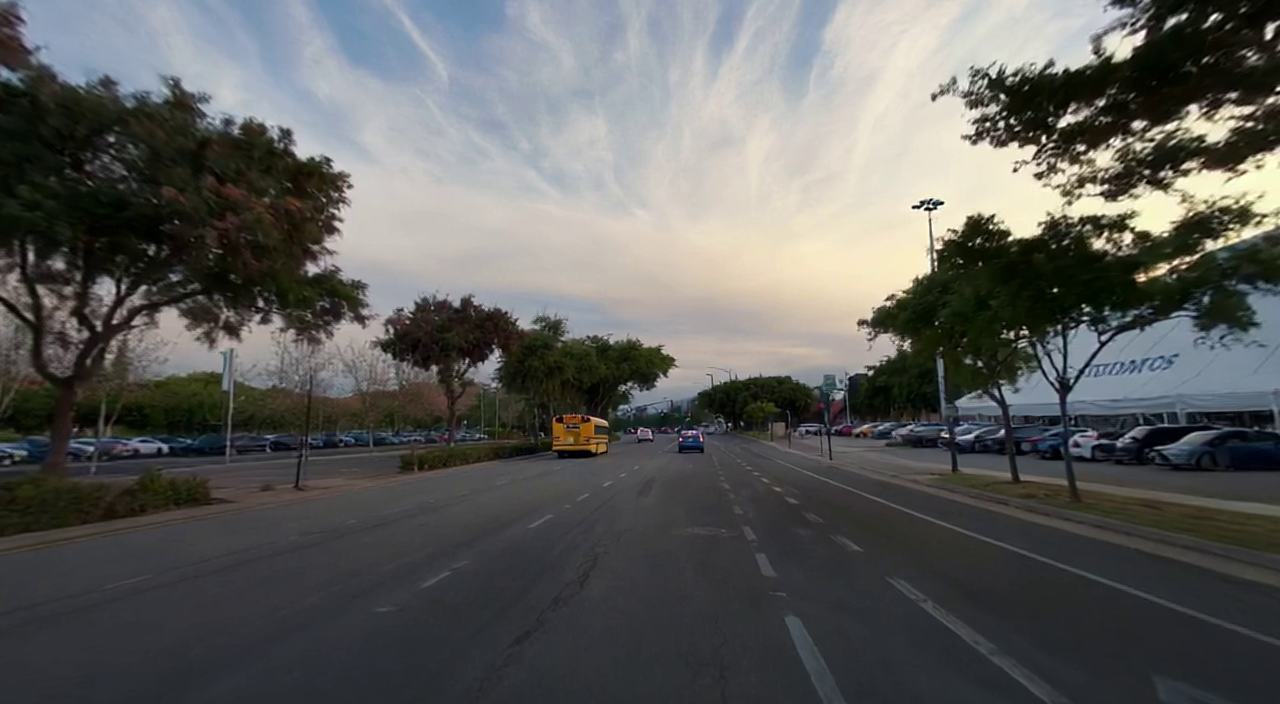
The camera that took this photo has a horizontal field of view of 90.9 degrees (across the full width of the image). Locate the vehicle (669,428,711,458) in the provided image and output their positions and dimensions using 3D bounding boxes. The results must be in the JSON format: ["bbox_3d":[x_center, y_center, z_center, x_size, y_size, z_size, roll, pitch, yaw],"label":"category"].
[{"bbox_3d":[2.738,4.949,34.248,2.123,1.498,4.226,-1,-9,5],"label":"vehicle"}]

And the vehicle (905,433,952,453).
[{"bbox_3d":[22.388,7.121,49.121,1.849,1.466,4.831,-1,-9,7],"label":"vehicle"}]

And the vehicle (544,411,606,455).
[{"bbox_3d":[-3.986,5.240,40.193,2.485,2.556,6.363,-1,-9,7],"label":"vehicle"}]
